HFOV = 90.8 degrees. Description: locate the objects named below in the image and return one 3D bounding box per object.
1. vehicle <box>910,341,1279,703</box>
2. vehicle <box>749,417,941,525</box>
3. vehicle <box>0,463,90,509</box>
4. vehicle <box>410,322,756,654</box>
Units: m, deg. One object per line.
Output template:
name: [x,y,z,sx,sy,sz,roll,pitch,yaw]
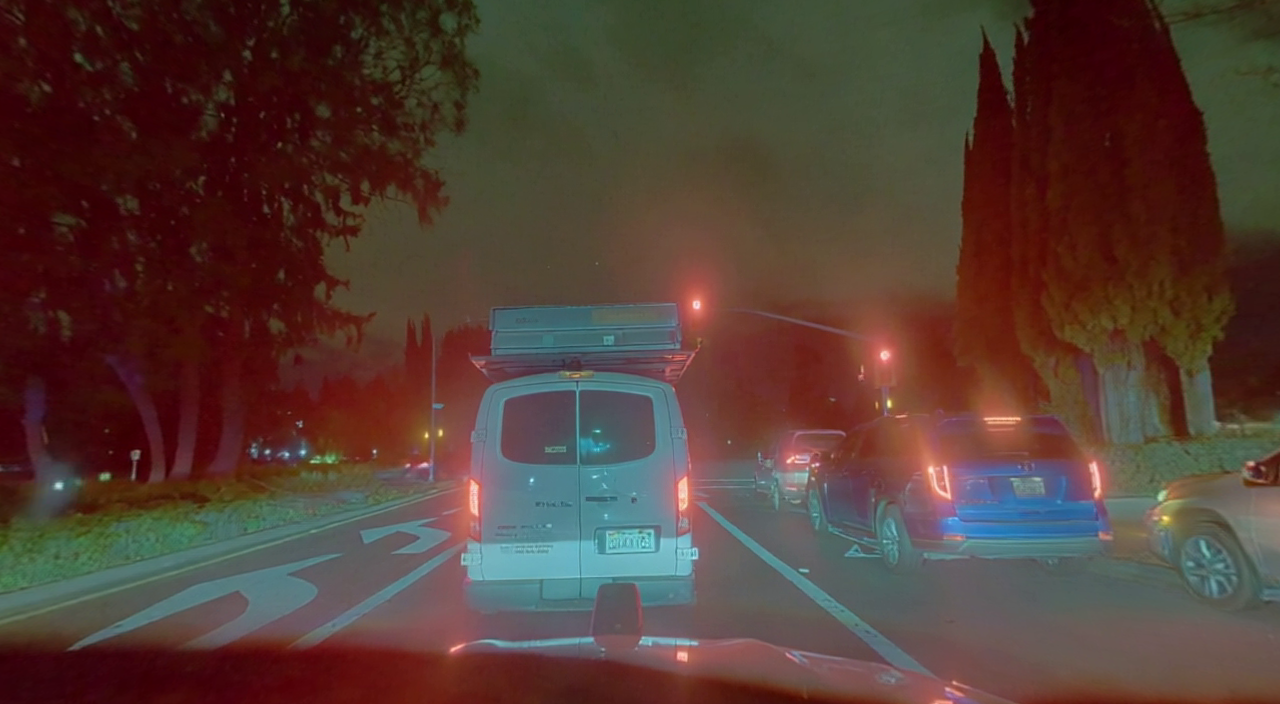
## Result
vehicle: [3.452,0.943,3.415,1.965,1.671,4.146,0,-9,-3]
vehicle: [3.658,2.215,12.263,2.024,1.692,4.252,1,-9,-4]
vehicle: [-28.548,5.994,28.394,5.241,1.894,2.257,1,-9,-7]
vehicle: [-0.362,1.154,6.195,2.145,2.089,4.309,0,-9,0]
